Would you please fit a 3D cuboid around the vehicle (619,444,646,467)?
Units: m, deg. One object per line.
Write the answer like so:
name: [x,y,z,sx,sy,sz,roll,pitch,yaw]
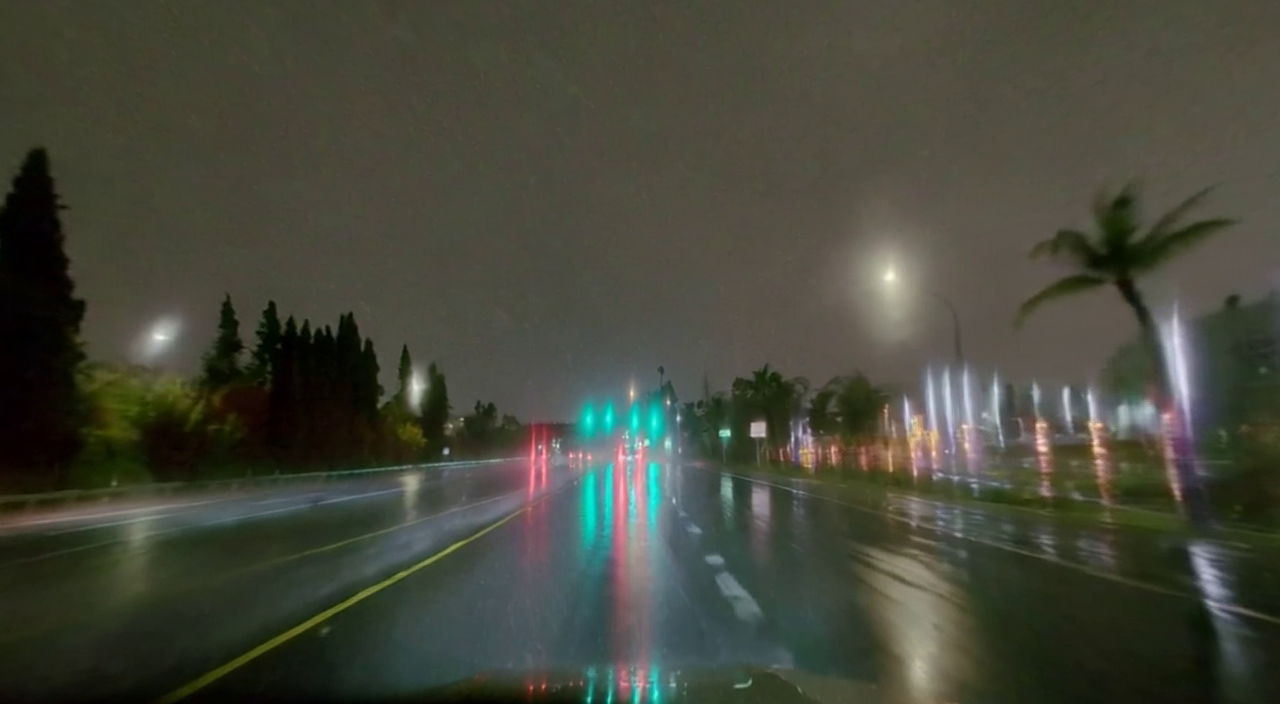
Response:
vehicle: [-0.609,7.958,48.668,2.001,1.688,4.128,0,-8,-2]
